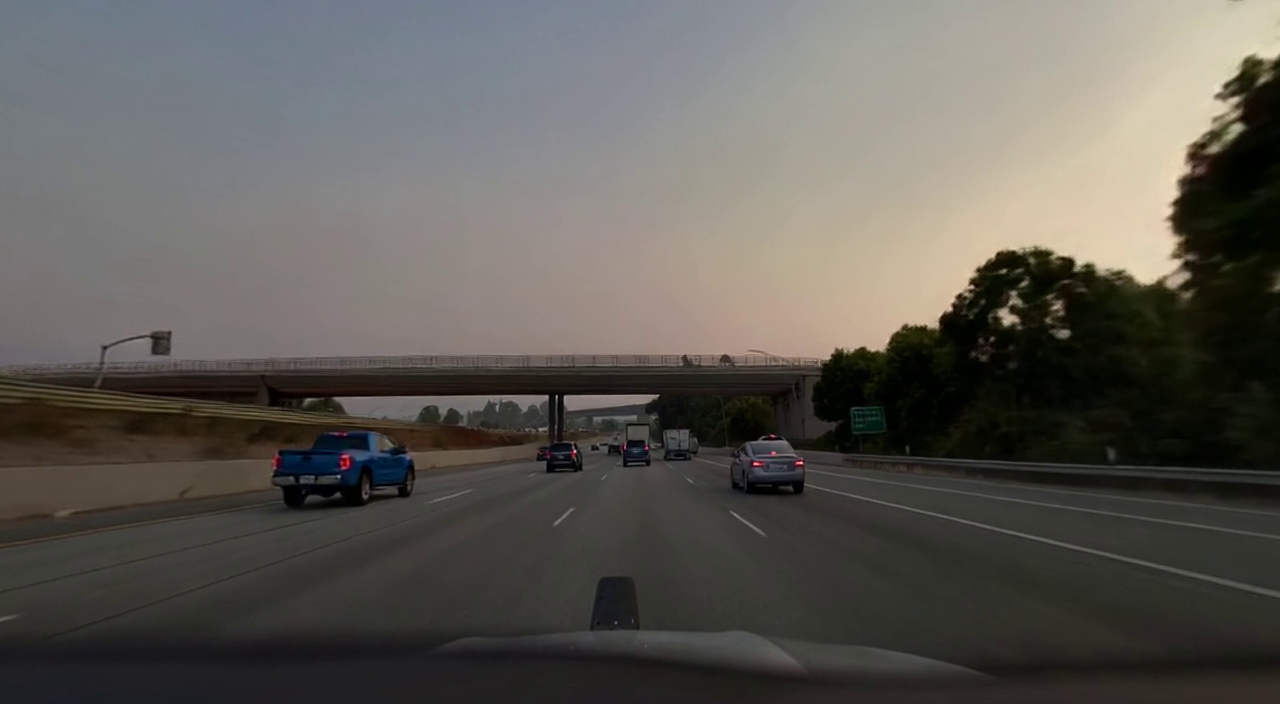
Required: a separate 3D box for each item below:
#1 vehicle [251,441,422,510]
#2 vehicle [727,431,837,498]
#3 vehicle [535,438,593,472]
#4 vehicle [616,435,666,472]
[{"bbox_3d":[-7.185,2.945,15.616,1.947,1.444,4.595,0,-9,0],"label":"vehicle"},{"bbox_3d":[3.897,3.162,18.099,2.119,1.653,4.000,0,-9,-1],"label":"vehicle"},{"bbox_3d":[-4.051,5.593,34.507,2.535,1.715,5.030,0,-9,0],"label":"vehicle"},{"bbox_3d":[0.033,5.652,35.376,2.572,1.837,5.693,0,-9,0],"label":"vehicle"}]
